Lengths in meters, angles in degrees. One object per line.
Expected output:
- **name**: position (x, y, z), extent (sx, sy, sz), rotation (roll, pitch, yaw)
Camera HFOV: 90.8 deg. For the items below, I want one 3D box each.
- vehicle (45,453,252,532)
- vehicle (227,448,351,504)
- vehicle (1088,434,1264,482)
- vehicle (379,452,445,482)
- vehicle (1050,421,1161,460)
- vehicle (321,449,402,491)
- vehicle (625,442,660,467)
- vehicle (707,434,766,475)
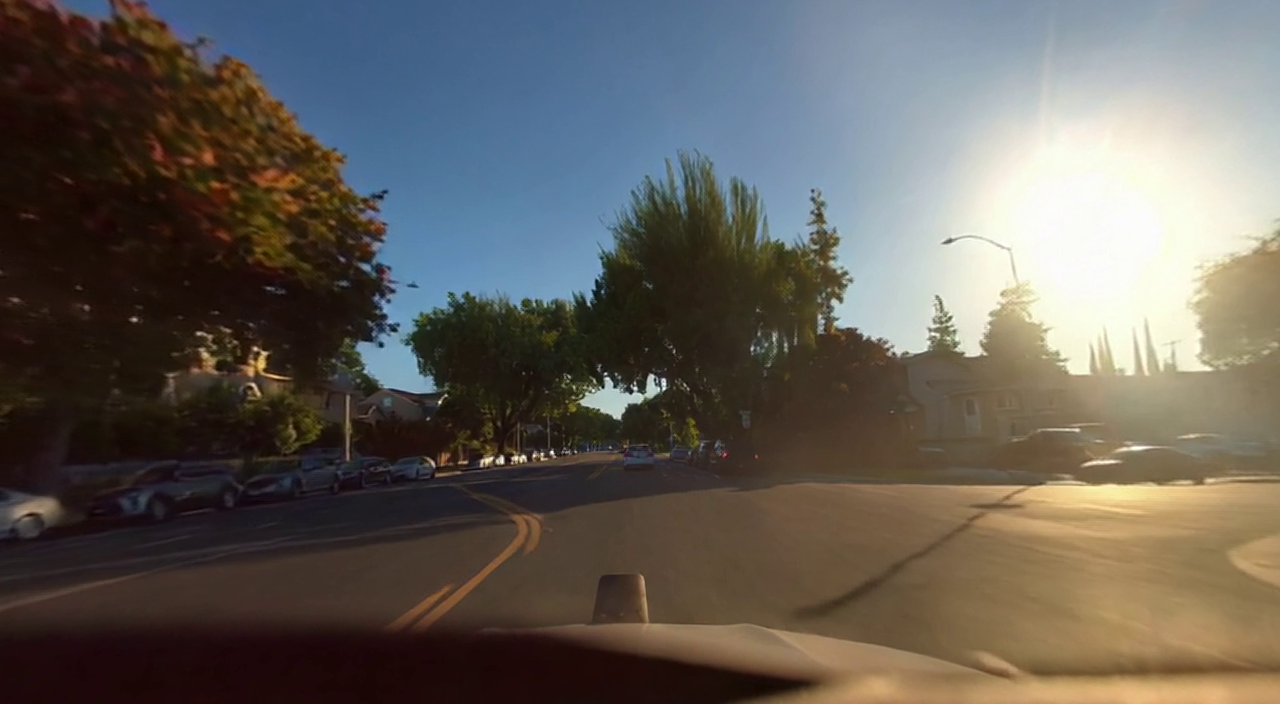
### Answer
- **vehicle**: position (-12.734, 3.604, 16.849), extent (1.938, 1.738, 4.516), rotation (0, -9, -2)
- **vehicle**: position (-12.673, 4.458, 23.280), extent (1.904, 1.805, 5.100), rotation (0, -9, -4)
- **vehicle**: position (18.463, 3.663, 21.930), extent (4.240, 1.560, 1.929), rotation (0, -9, 2)
- **vehicle**: position (-12.649, 6.400, 35.363), extent (1.835, 1.488, 4.696), rotation (0, -9, 1)
- **vehicle**: position (23.508, 4.528, 32.208), extent (1.990, 1.816, 4.755), rotation (0, -9, 0)
- **vehicle**: position (-12.790, 5.396, 29.344), extent (1.917, 1.739, 4.461), rotation (0, -9, -3)
- **vehicle**: position (0.105, 6.309, 39.065), extent (2.022, 1.471, 3.973), rotation (0, -9, -2)
- **vehicle**: position (5.055, 5.409, 33.771), extent (2.195, 2.000, 4.789), rotation (1, -8, -3)
